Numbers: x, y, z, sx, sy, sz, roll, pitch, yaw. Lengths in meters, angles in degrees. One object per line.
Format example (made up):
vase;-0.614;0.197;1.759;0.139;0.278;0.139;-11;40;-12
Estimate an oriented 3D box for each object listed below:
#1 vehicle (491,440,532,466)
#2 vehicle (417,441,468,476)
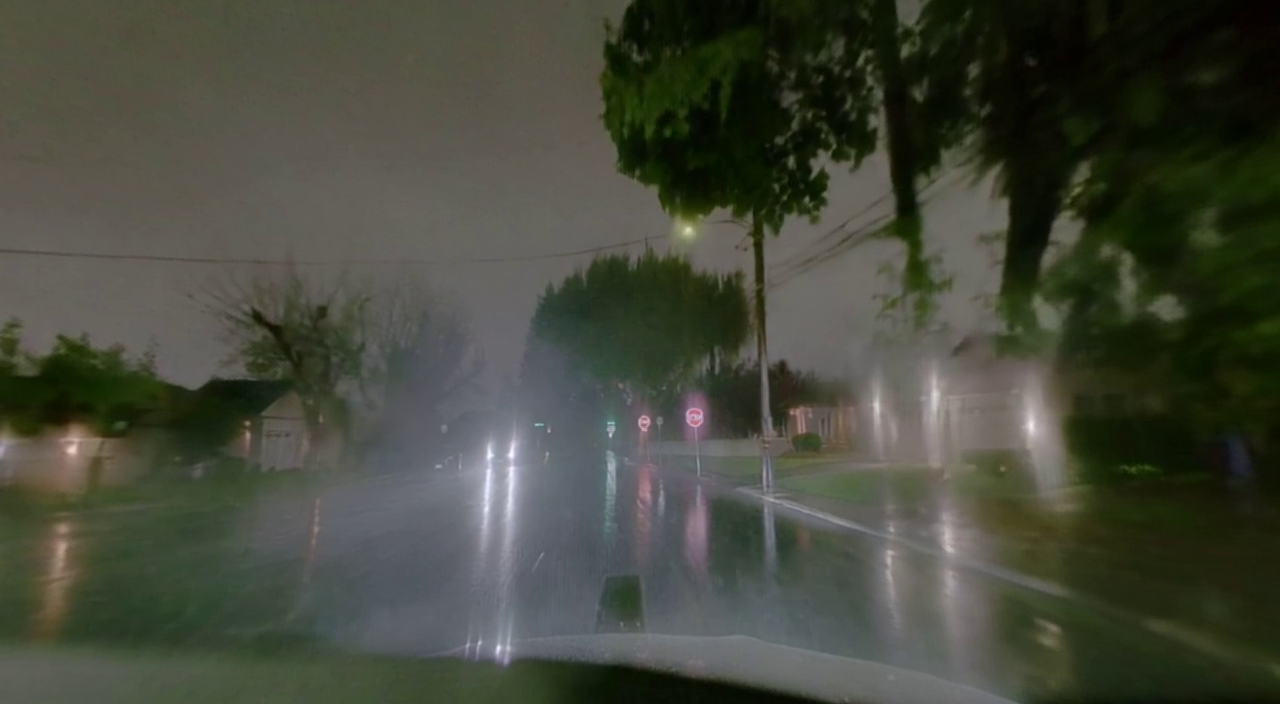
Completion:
vehicle;-7.950;6.279;39.518;2.146;1.506;4.885;1;-9;-8
vehicle;-10.094;5.475;32.633;1.994;1.656;4.334;1;-9;-11
